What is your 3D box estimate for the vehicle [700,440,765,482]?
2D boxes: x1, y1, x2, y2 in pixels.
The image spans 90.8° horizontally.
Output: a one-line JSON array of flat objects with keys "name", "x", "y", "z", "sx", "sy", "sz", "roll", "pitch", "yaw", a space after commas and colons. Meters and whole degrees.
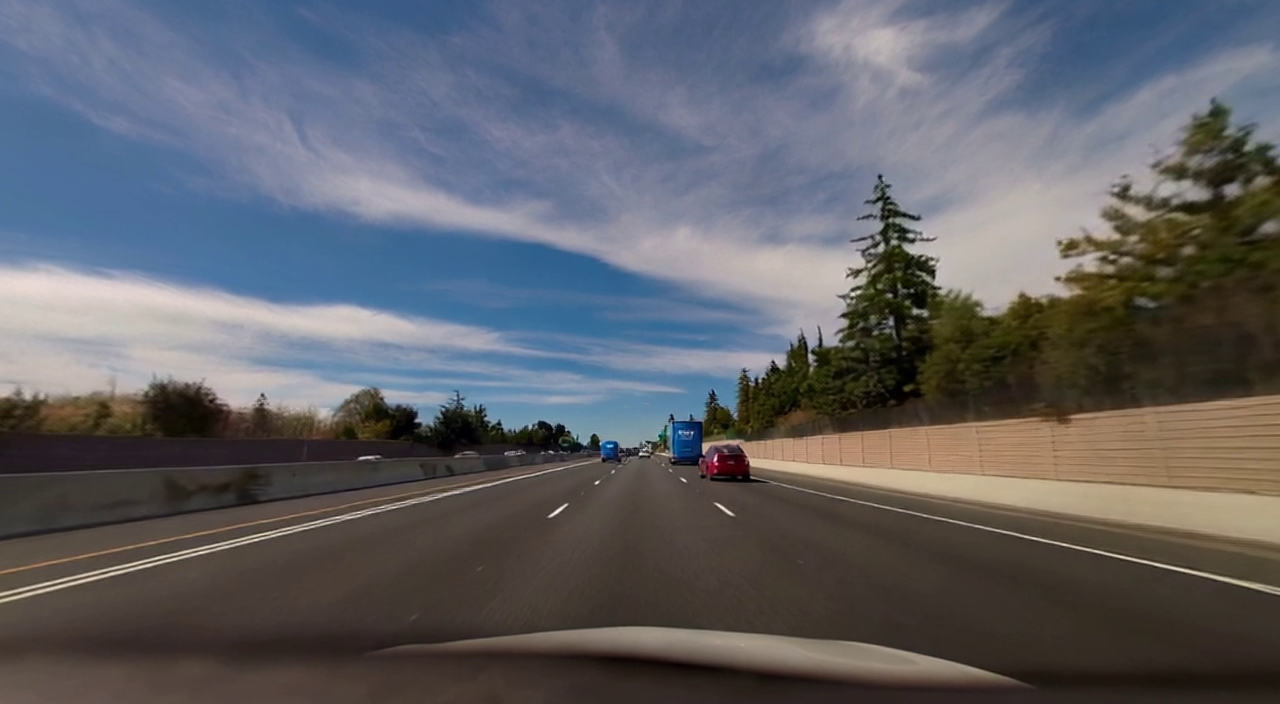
[{"name": "vehicle", "x": 3.919, "y": 4.696, "z": 27.392, "sx": 2.066, "sy": 1.638, "sz": 4.158, "roll": 0, "pitch": -9, "yaw": -2}]
